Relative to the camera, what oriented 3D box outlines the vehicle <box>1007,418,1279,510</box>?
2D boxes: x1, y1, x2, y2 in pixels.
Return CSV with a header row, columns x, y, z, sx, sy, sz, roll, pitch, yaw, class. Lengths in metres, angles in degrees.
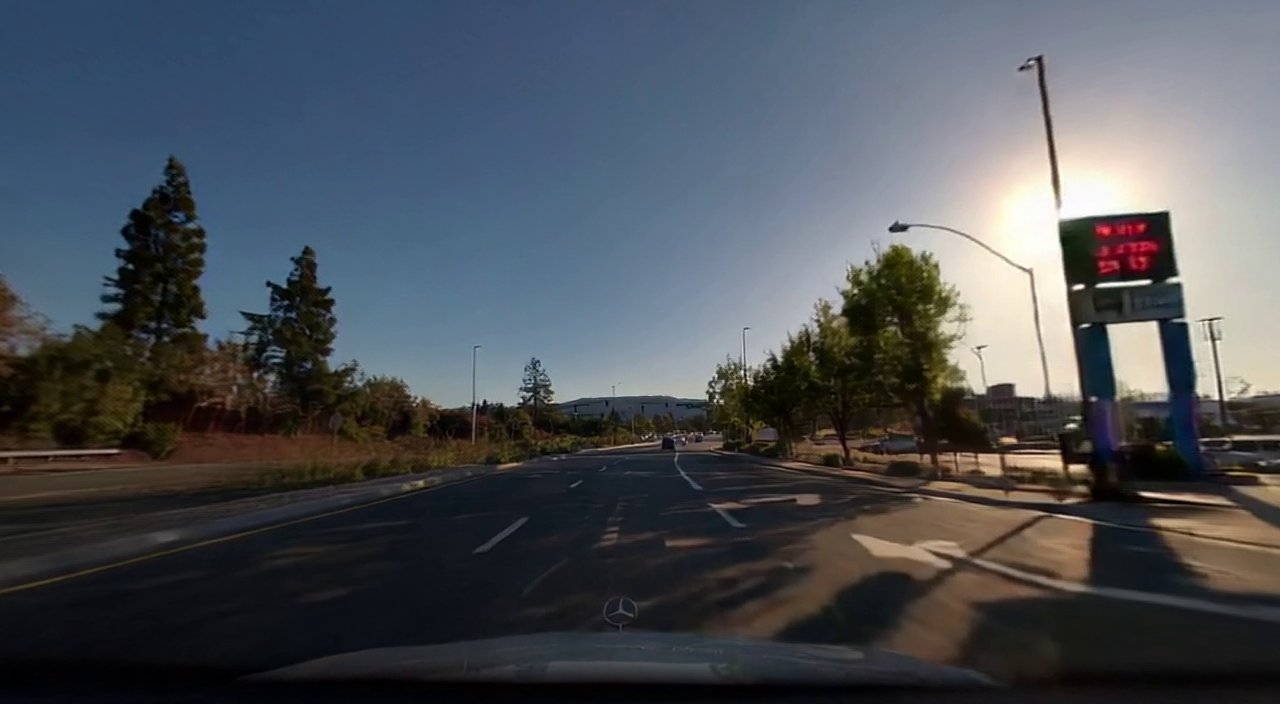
x,y,z,sx,sy,sz,roll,pitch,yaw,class
10.049,2.161,12.340,4.476,1.629,1.953,0,-8,0,vehicle
